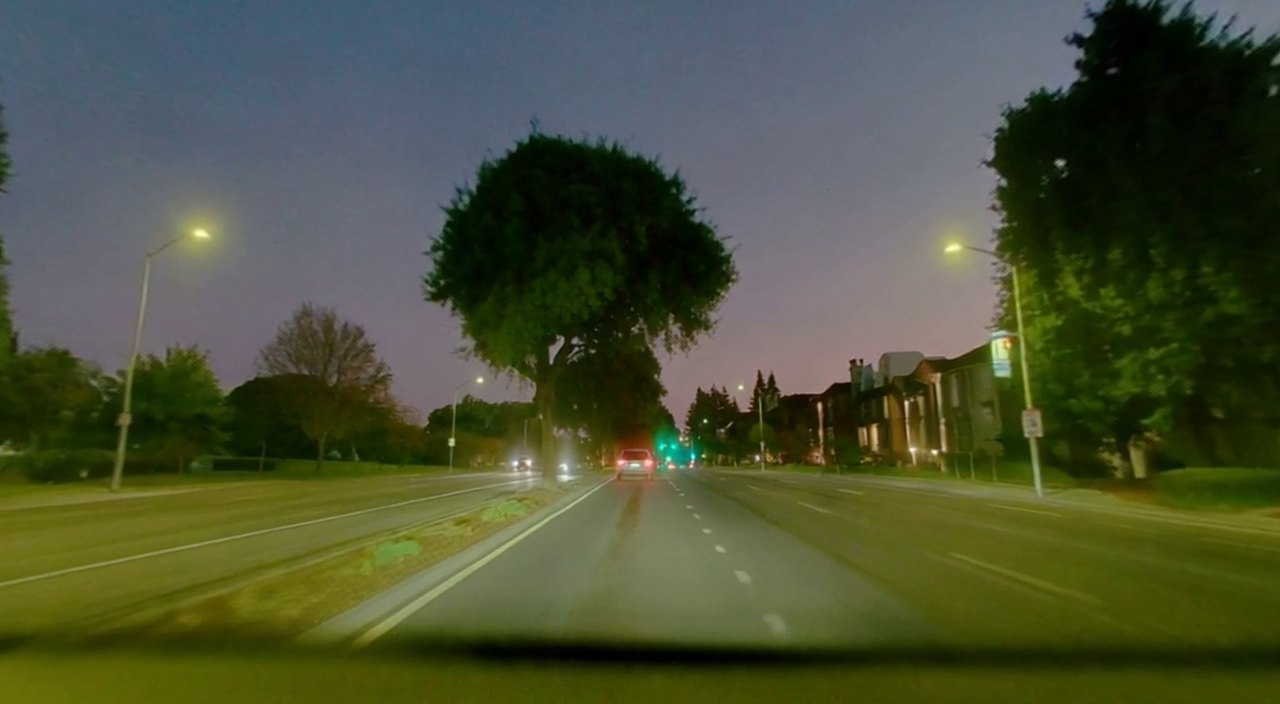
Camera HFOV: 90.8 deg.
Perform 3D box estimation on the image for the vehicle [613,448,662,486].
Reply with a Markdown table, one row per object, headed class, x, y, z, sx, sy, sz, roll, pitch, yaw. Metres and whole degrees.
| class | x | y | z | sx | sy | sz | roll | pitch | yaw |
| --- | --- | --- | --- | --- | --- | --- | --- | --- | --- |
| vehicle | -0.073 | 5.284 | 29.295 | 2.093 | 1.591 | 4.247 | 0 | -9 | 1 |
